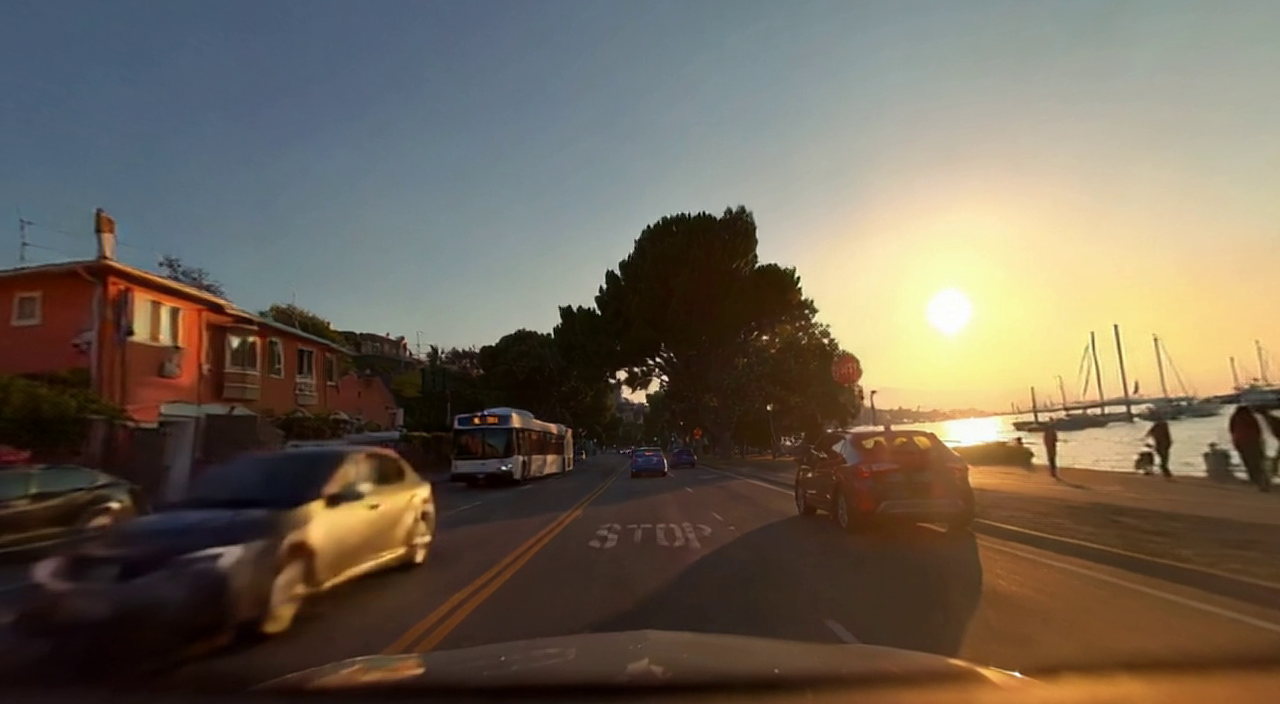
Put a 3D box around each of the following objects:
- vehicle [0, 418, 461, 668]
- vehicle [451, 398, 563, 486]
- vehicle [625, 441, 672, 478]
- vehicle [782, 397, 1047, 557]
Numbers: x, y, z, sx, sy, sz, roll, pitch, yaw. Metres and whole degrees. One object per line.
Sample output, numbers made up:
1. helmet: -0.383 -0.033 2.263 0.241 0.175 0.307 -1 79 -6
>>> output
1. vehicle: -3.341 1.542 6.188 1.893 1.583 4.107 -1 -8 1
2. vehicle: -6.018 4.379 30.599 3.102 3.524 9.830 -1 -8 1
3. vehicle: 0.356 5.199 30.691 2.132 1.632 3.838 0 -8 -1
4. vehicle: 3.633 1.755 9.456 2.000 1.809 4.405 0 -8 1
